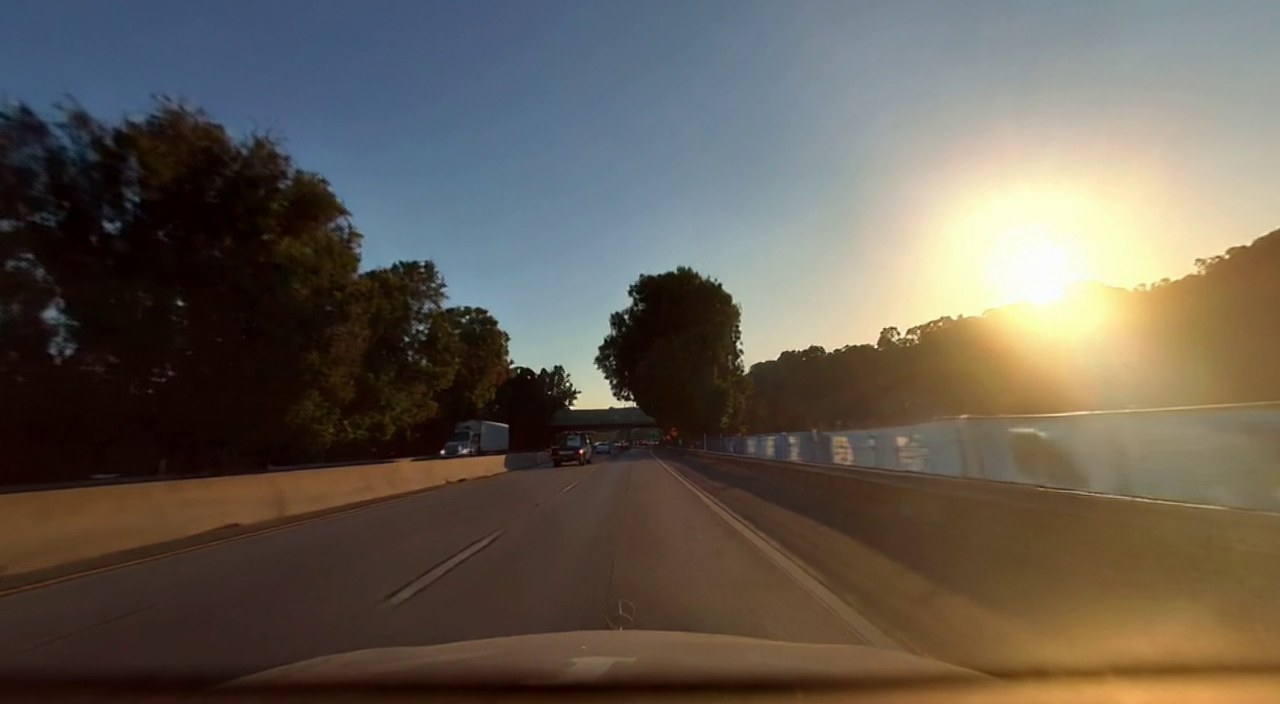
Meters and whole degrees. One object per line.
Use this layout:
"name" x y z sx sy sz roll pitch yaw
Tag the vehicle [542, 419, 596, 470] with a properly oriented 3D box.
"vehicle" -3.923 5.238 35.848 2.484 2.625 5.907 0 -8 -1
